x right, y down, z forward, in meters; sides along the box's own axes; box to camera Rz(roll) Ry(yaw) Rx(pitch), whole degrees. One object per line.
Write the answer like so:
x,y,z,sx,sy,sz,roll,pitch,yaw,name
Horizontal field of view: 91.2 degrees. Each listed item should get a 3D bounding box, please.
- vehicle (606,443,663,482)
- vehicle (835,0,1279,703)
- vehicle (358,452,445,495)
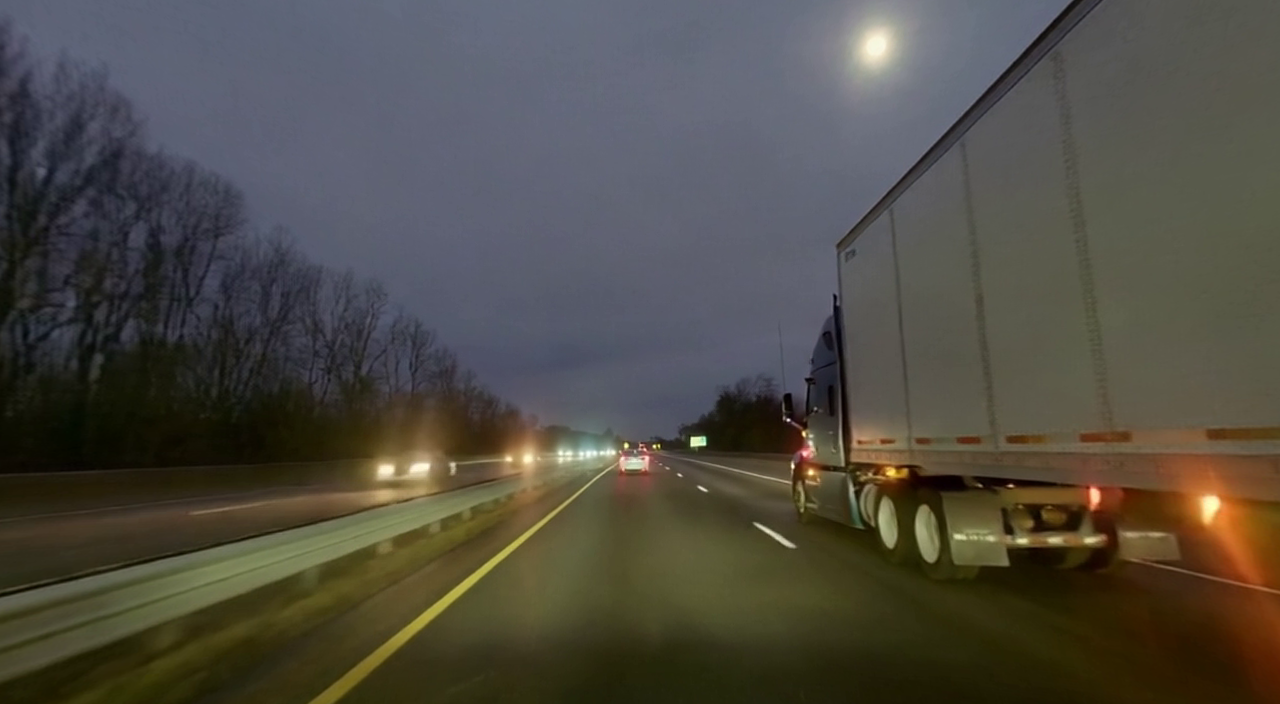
-0.242,4.712,26.899,2.244,1.506,4.097,0,-9,-1,vehicle
4.401,-0.575,1.254,3.317,4.020,14.141,0,-9,-1,vehicle
-9.245,4.705,24.639,1.855,1.512,3.940,-1,-9,0,vehicle
